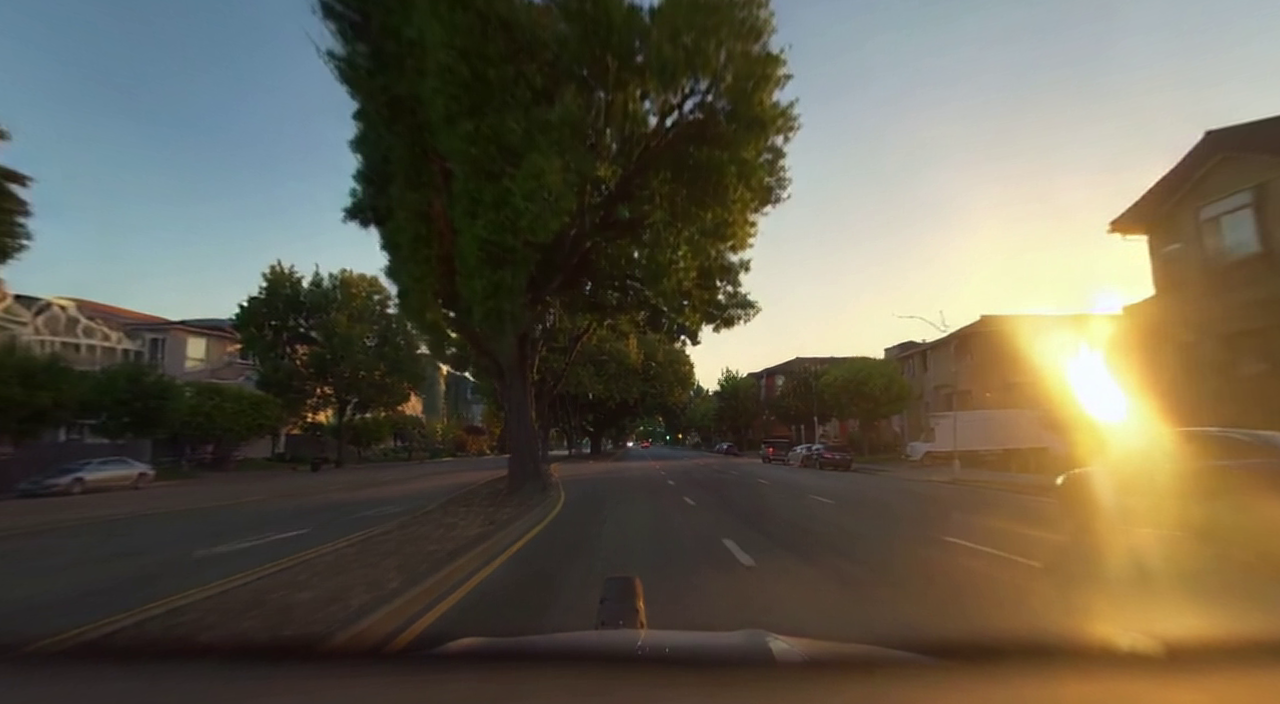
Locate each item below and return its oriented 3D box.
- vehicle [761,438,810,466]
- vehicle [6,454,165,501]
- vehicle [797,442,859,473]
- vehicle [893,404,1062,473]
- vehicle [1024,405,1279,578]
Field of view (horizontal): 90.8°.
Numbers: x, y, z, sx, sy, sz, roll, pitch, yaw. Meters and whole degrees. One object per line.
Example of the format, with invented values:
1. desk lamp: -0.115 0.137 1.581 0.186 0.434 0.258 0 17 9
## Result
1. vehicle: 10.080 6.958 44.219 2.092 1.848 4.879 0 -9 -2
2. vehicle: -20.609 4.636 23.818 1.945 1.469 4.539 -1 -8 -1
3. vehicle: 10.294 5.775 34.835 1.931 1.565 4.043 1 -8 -4
4. vehicle: 17.136 4.457 32.444 6.927 3.298 2.751 0 -8 0
5. vehicle: 7.052 1.524 7.329 2.053 1.628 4.717 0 -9 -2
